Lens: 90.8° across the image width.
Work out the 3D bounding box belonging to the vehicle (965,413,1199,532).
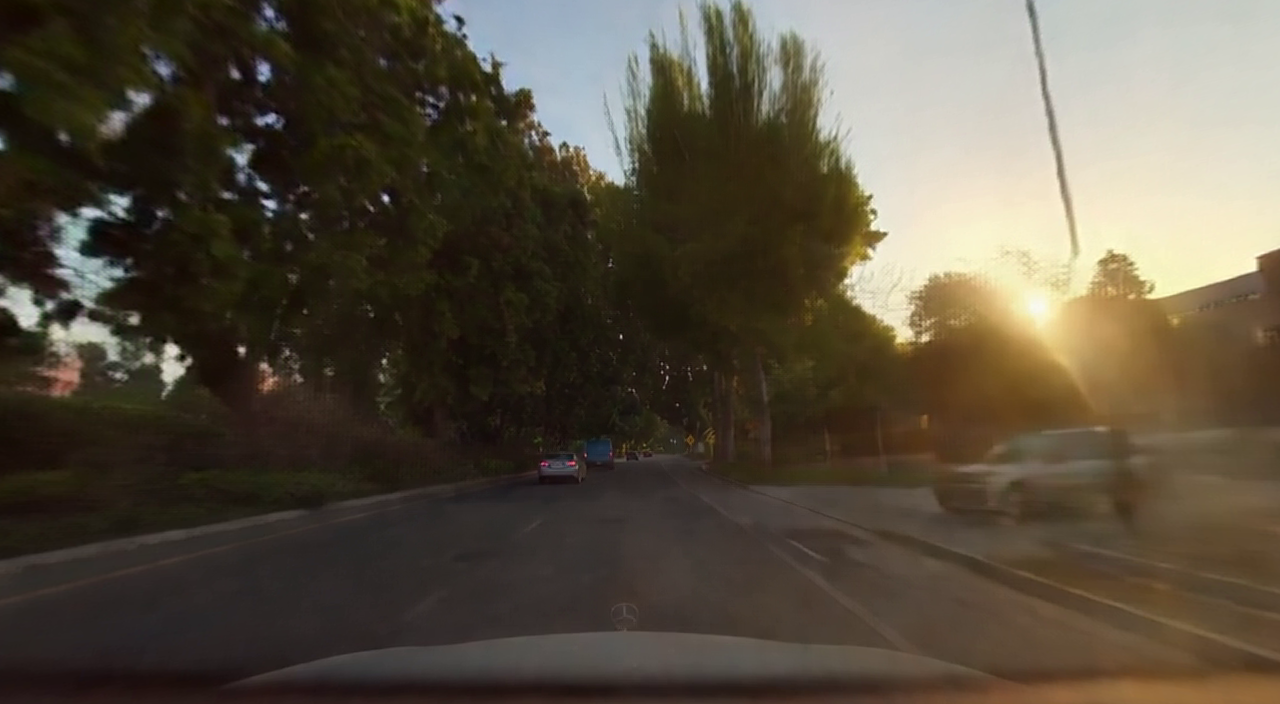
[{"bbox_3d":[7.045,1.934,10.463,1.596,1.654,2.920,0,-9,-2],"label":"vehicle"}]

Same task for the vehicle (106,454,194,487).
[{"bbox_3d":[-32.801,8.052,42.534,2.140,1.763,5.276,2,-15,-7],"label":"vehicle"}]

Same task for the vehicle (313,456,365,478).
[{"bbox_3d":[-22.800,8.725,48.079,1.817,1.499,4.440,0,-9,-1],"label":"vehicle"}]

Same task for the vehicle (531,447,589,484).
[{"bbox_3d":[-3.400,4.915,27.627,2.009,1.473,4.028,0,-9,0],"label":"vehicle"}]
